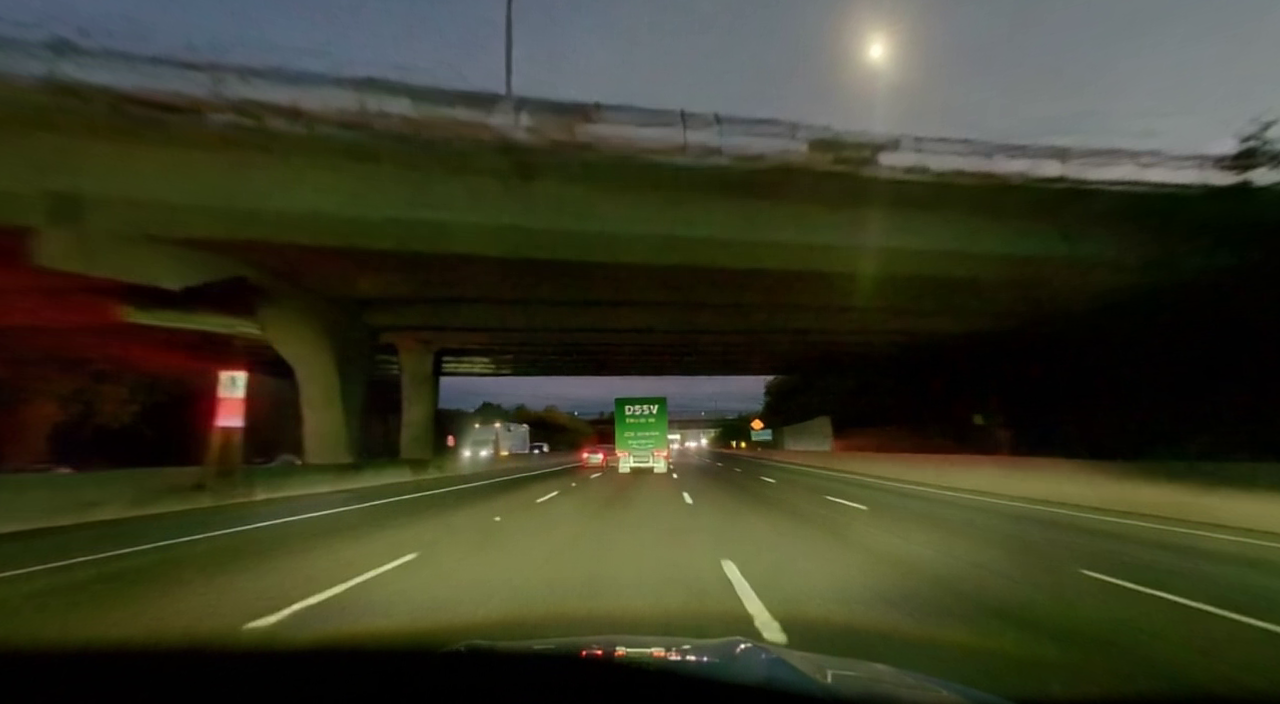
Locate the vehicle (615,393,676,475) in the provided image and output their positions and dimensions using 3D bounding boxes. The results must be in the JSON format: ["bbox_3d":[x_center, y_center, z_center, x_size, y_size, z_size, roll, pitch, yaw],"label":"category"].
[{"bbox_3d":[0.414,4.996,37.483,3.025,4.002,12.709,-1,-9,1],"label":"vehicle"}]

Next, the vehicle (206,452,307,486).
[{"bbox_3d":[-17.945,5.453,29.705,1.796,1.438,4.411,-1,-9,4],"label":"vehicle"}]

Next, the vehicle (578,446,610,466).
[{"bbox_3d":[-3.476,8.019,48.763,1.958,1.467,4.737,-1,-9,2],"label":"vehicle"}]
